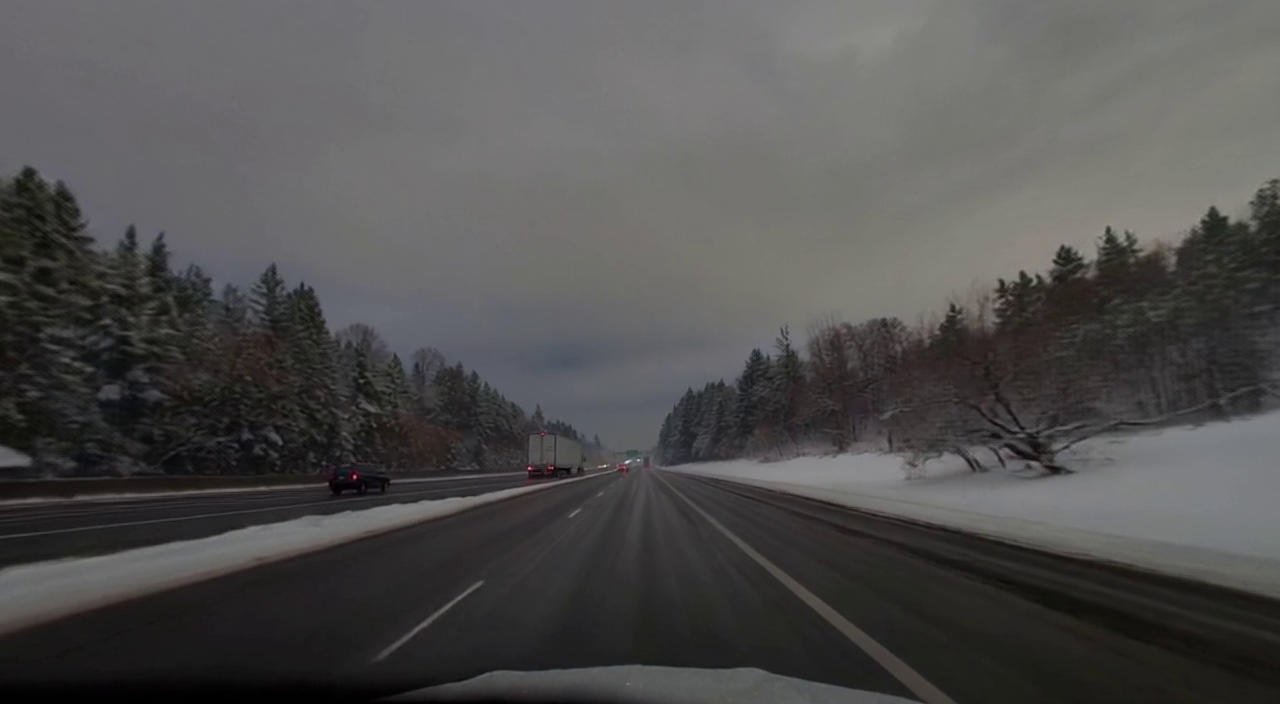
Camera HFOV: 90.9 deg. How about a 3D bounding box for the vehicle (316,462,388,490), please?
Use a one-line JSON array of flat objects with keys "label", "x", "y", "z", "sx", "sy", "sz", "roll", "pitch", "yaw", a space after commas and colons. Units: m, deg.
[{"label": "vehicle", "x": -15.712, "y": 6.795, "z": 34.651, "sx": 1.745, "sy": 1.430, "sz": 4.252, "roll": 0, "pitch": -10, "yaw": 3}]
